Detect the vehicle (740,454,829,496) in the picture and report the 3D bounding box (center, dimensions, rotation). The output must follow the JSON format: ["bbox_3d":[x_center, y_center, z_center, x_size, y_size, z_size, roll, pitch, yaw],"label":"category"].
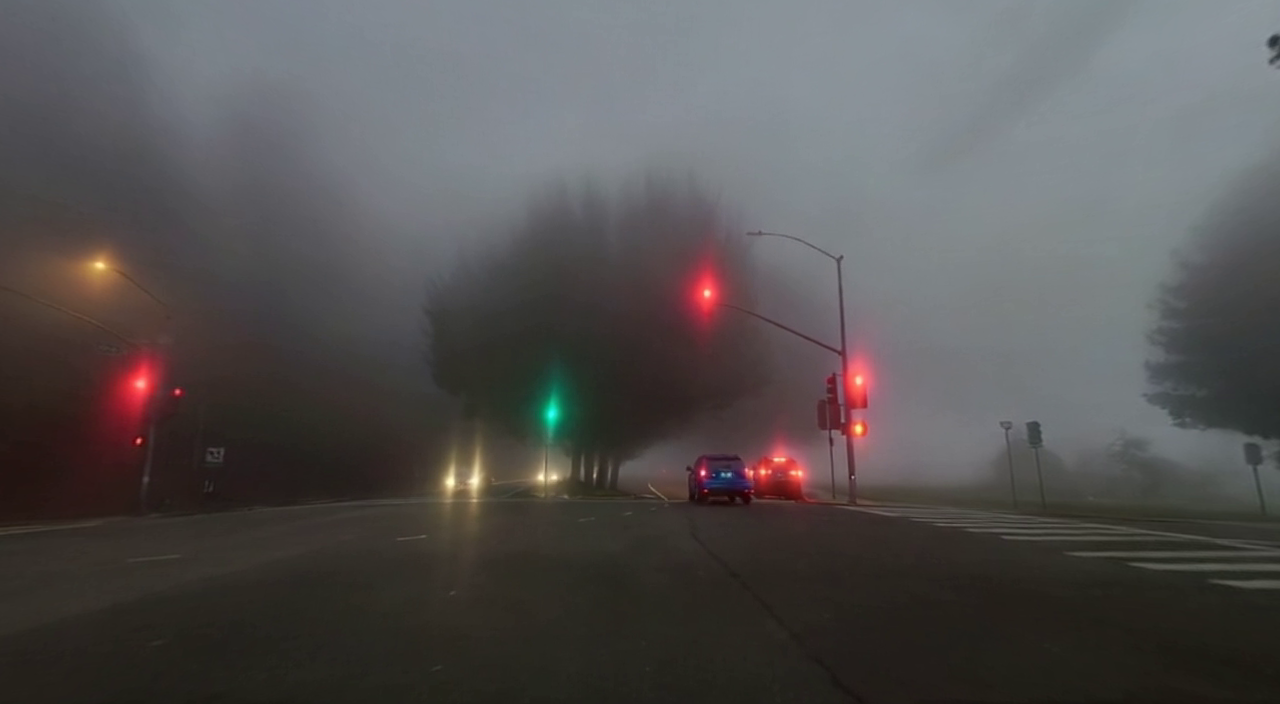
[{"bbox_3d":[8.732,7.529,39.223,2.771,2.214,7.159,2,-9,-10],"label":"vehicle"}]

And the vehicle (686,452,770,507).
[{"bbox_3d":[2.933,4.385,22.256,2.140,1.655,4.786,0,-9,-2],"label":"vehicle"}]

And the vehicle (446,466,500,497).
[{"bbox_3d":[-8.980,6.992,34.312,1.818,1.397,4.026,0,-9,0],"label":"vehicle"}]
